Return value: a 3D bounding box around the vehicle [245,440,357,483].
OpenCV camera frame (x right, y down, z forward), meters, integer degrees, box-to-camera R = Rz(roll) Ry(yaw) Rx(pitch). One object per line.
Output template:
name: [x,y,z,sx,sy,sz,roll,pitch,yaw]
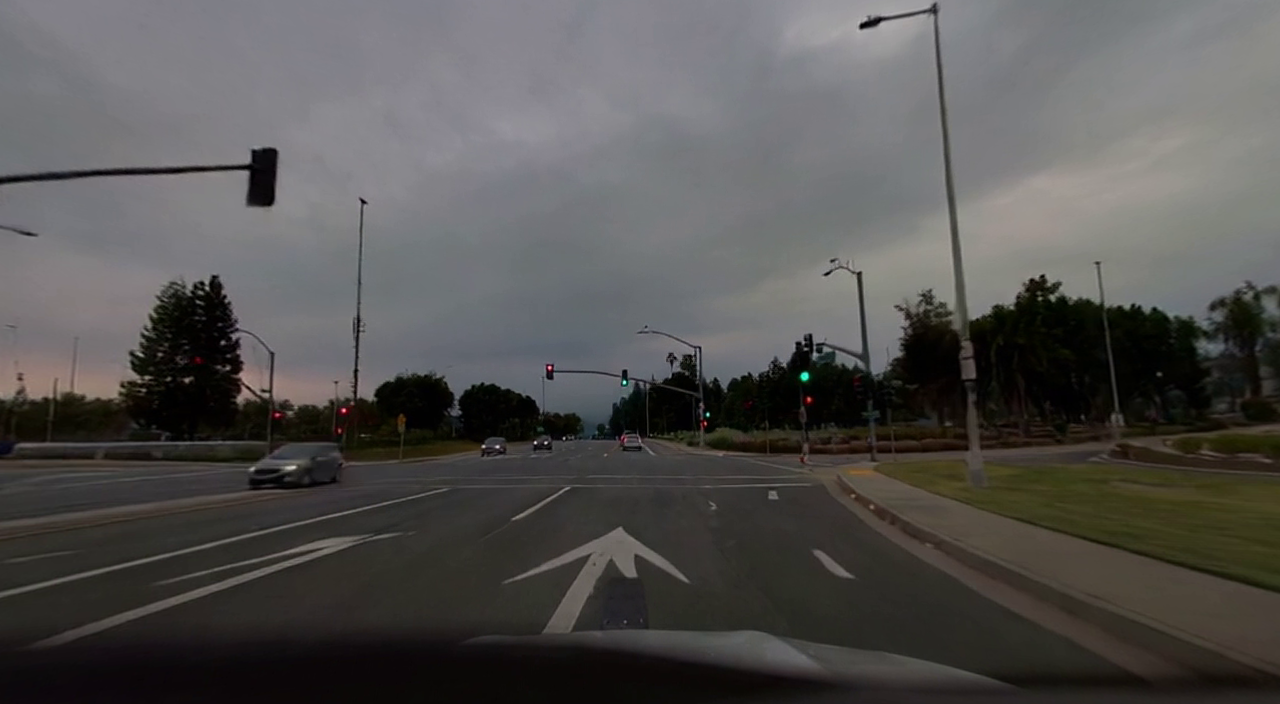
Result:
vehicle: [-13.105,4.232,24.724,1.969,1.500,4.417,0,-8,-1]
